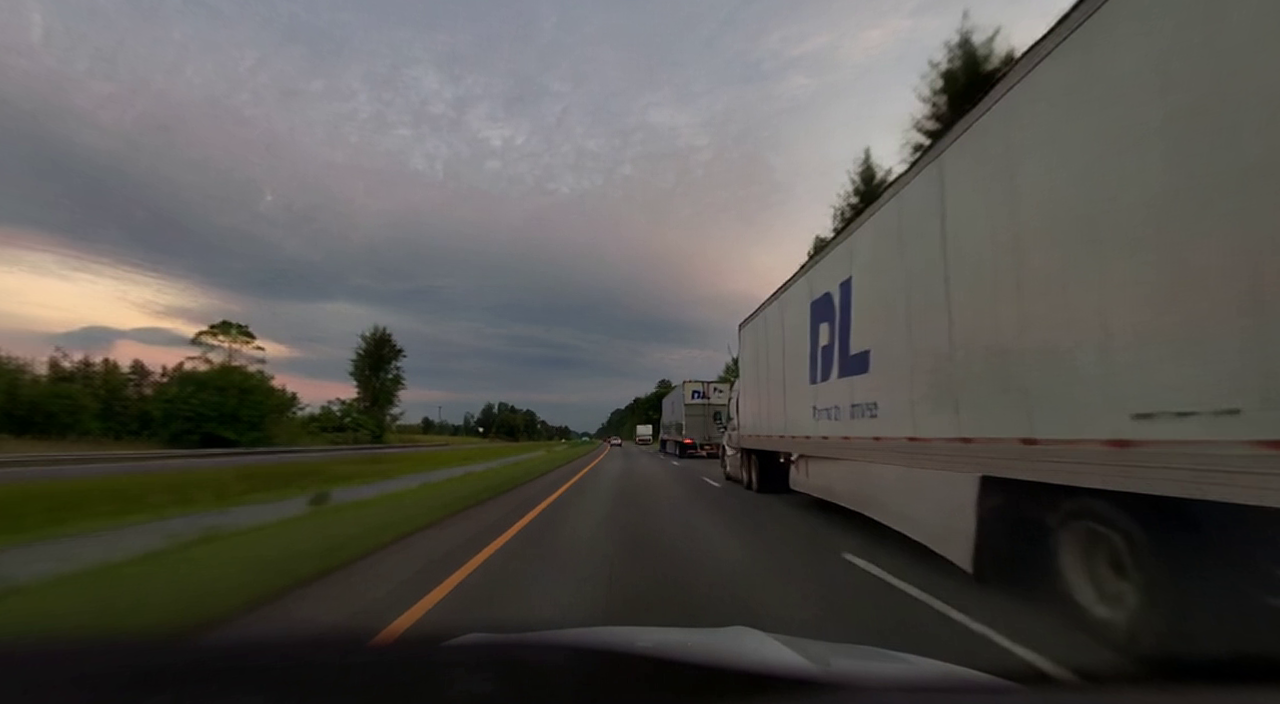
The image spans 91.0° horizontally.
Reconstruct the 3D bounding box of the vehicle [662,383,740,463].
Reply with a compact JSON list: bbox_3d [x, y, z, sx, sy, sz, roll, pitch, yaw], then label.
[{"bbox_3d":[3.359,4.590,39.160,2.871,4.072,14.183,0,-8,-2],"label":"vehicle"}]

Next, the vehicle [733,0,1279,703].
[{"bbox_3d":[3.933,0.363,8.373,2.863,4.031,14.678,0,-8,-1],"label":"vehicle"}]
